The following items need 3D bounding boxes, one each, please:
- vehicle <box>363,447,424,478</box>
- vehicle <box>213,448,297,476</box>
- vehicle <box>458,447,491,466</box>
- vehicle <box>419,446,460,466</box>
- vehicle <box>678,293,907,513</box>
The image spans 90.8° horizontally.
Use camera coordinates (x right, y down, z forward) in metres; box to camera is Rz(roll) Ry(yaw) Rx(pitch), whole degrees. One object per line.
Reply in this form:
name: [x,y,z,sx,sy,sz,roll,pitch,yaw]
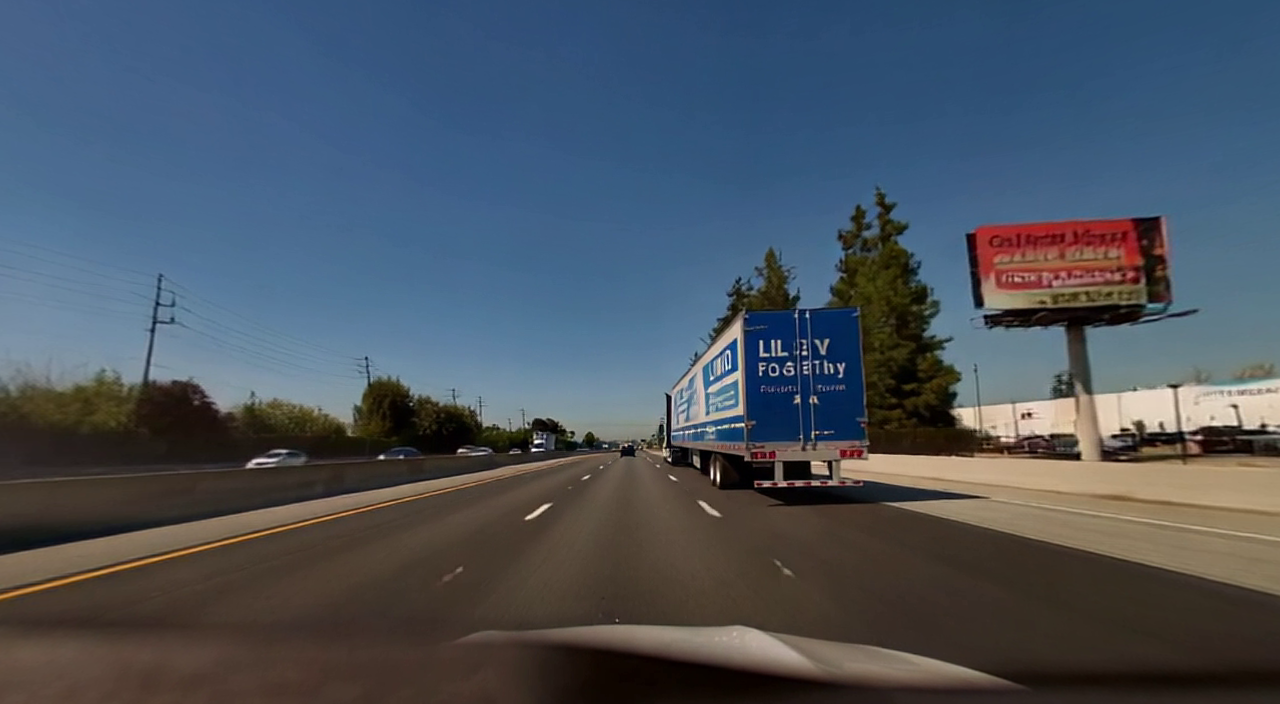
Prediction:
vehicle: [-11.111,4.989,28.652,1.452,1.311,3.176,0,-9,0]
vehicle: [-22.434,6.425,37.094,1.999,1.523,4.691,0,-9,-1]
vehicle: [-11.758,7.435,44.993,1.438,1.326,3.184,0,-9,0]
vehicle: [-14.834,7.711,46.951,1.864,1.435,3.584,0,-9,0]
vehicle: [3.534,2.254,21.156,2.891,4.387,17.121,0,-9,-2]
